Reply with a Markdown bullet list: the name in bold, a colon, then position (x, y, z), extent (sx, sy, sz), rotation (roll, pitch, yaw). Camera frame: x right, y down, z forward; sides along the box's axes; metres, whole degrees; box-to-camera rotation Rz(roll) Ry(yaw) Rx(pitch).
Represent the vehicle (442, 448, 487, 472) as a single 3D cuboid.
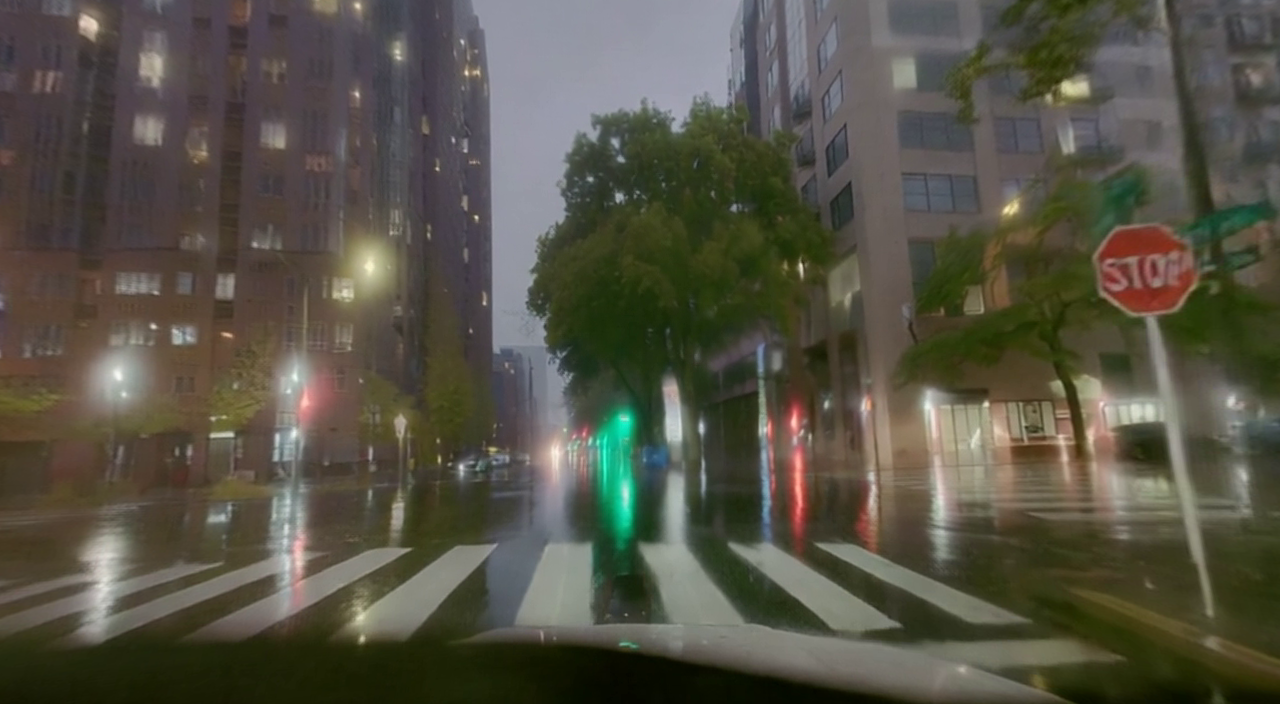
- **vehicle**: position (-11.510, 7.094, 41.694), extent (2.033, 1.491, 4.298), rotation (0, -9, -4)
